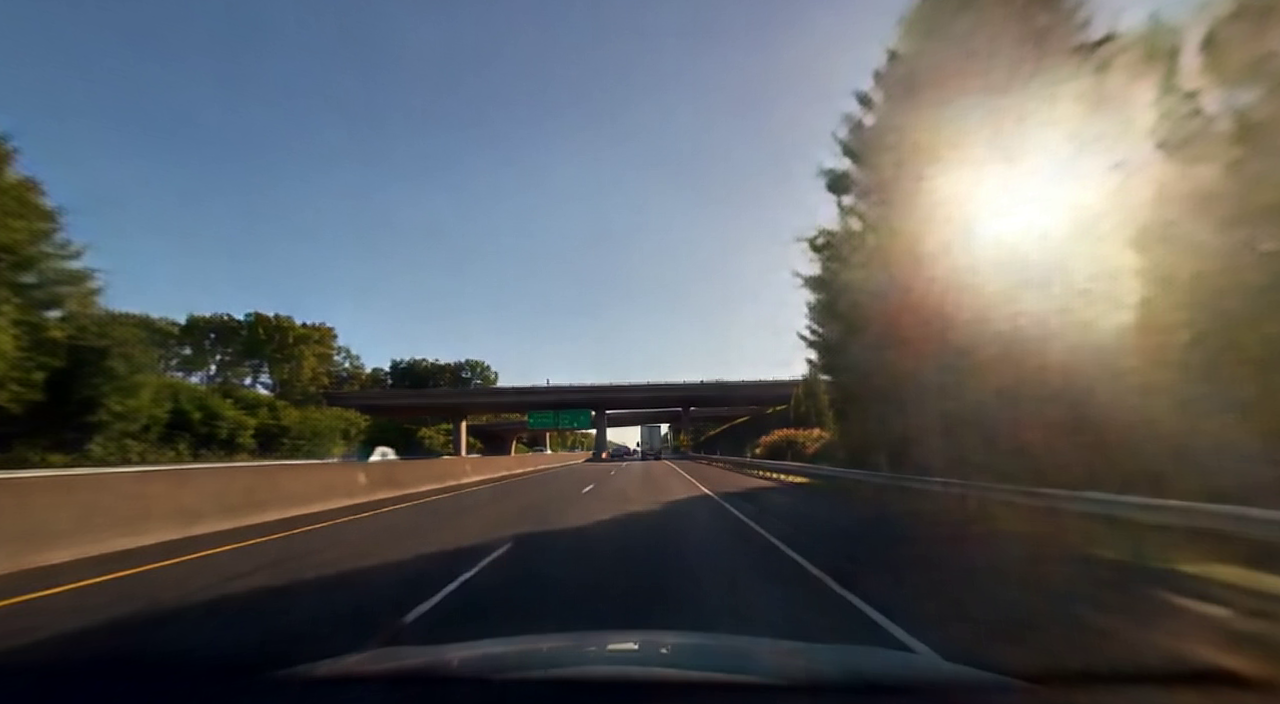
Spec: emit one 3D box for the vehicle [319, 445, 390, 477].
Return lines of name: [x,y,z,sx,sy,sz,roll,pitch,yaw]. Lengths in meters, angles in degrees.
vehicle: [-15.810,6.048,35.152,1.884,1.631,4.263,-1,-9,1]
